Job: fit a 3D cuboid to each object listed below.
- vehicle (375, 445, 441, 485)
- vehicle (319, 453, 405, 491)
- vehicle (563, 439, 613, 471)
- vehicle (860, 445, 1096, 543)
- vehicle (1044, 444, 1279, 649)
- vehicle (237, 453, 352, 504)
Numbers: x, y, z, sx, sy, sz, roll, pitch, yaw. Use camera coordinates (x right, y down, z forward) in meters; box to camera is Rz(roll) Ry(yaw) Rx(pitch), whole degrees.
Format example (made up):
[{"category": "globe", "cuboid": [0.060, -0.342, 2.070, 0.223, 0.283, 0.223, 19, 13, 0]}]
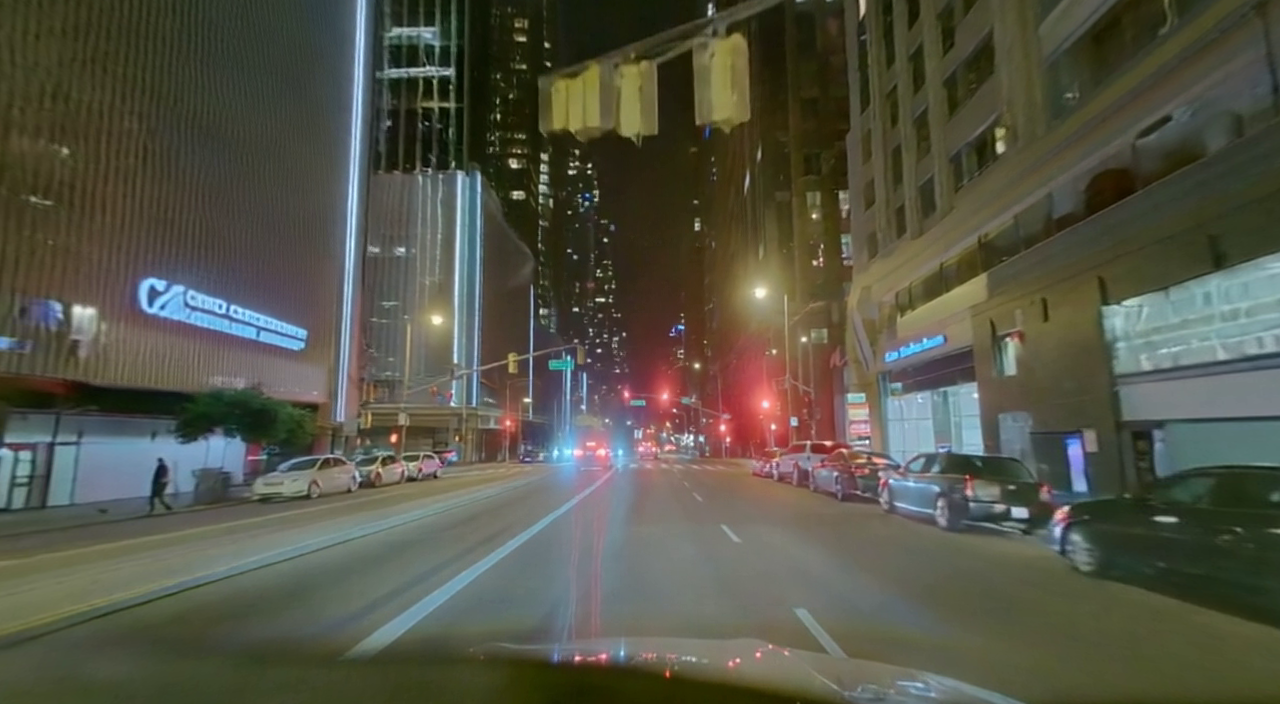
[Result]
[{"category": "vehicle", "cuboid": [-12.028, 5.821, 32.952, 1.890, 1.781, 4.331, -4, -8, -2]}, {"category": "vehicle", "cuboid": [-12.039, 5.201, 27.677, 1.808, 1.475, 4.550, 0, -8, -2]}, {"category": "vehicle", "cuboid": [-2.537, 5.205, 31.978, 2.014, 1.480, 4.780, 0, -8, 2]}, {"category": "vehicle", "cuboid": [5.949, 2.507, 11.906, 1.967, 1.460, 4.558, 0, -8, 1]}, {"category": "vehicle", "cuboid": [5.786, 1.511, 4.979, 1.994, 1.511, 4.788, 1, -8, -1]}, {"category": "vehicle", "cuboid": [-12.098, 4.426, 22.439, 1.845, 1.493, 4.107, -2, -8, -1]}]
